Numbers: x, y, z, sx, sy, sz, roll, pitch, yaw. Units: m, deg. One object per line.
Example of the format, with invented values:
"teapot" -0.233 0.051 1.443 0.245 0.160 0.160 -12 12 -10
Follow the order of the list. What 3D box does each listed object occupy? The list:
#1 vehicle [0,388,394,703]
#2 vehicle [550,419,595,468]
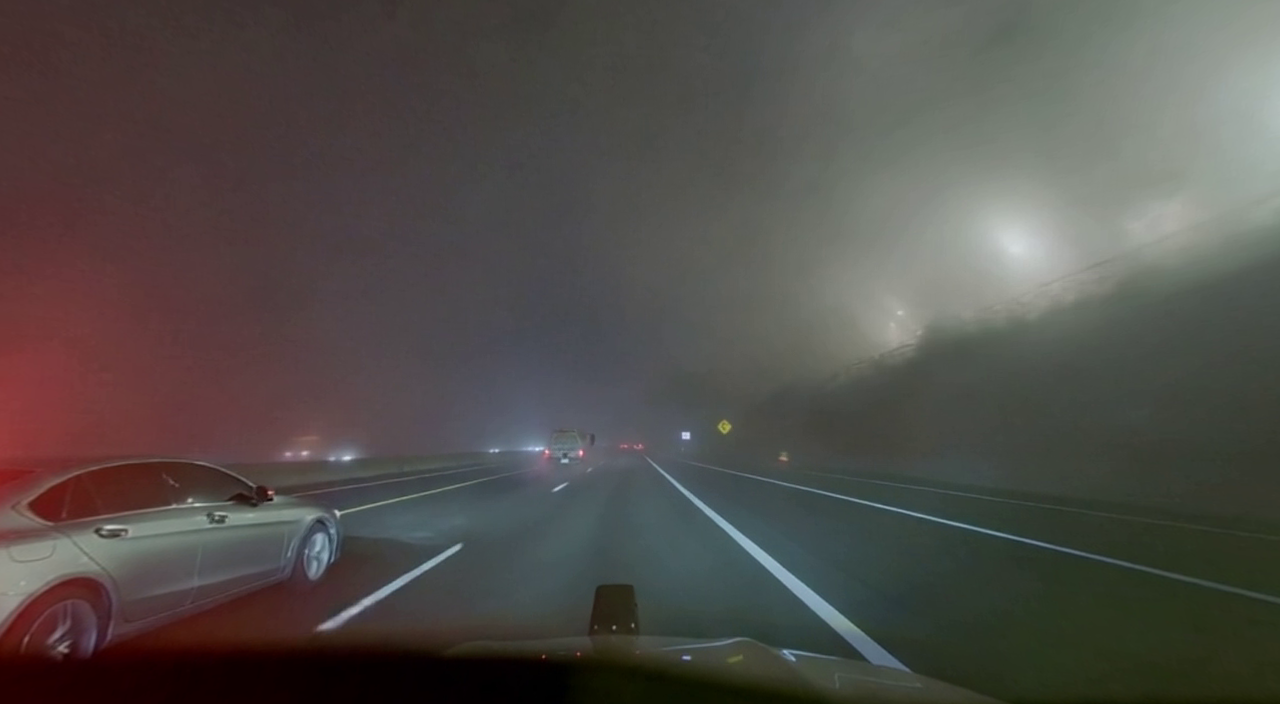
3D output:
"vehicle" -3.864 1.270 4.948 2.025 1.556 4.594 0 -8 0
"vehicle" -4.357 6.120 42.139 2.364 2.953 6.732 0 -8 -1
